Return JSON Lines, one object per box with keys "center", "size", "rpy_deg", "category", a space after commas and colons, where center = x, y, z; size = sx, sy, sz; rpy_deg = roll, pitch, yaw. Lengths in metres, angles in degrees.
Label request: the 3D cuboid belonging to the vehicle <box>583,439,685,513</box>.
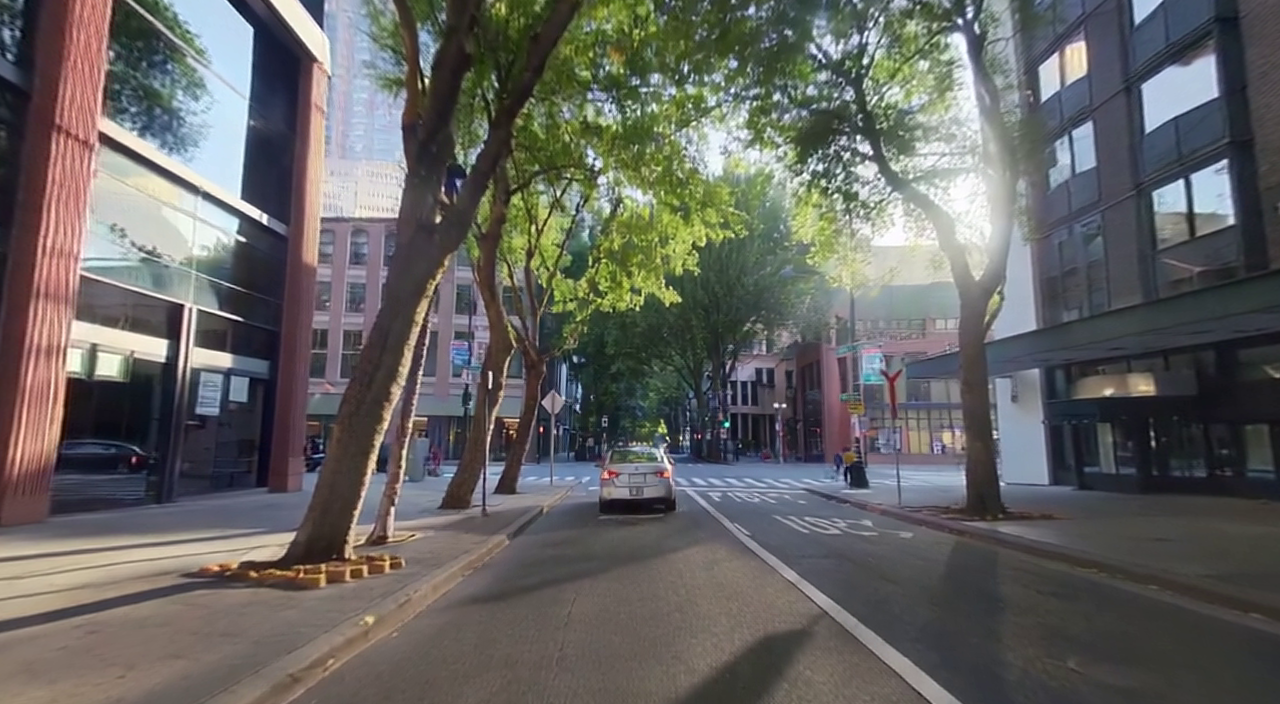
{"center": [-0.139, 2.902, 15.324], "size": [2.106, 1.482, 4.459], "rpy_deg": [0, -9, 0], "category": "vehicle"}
